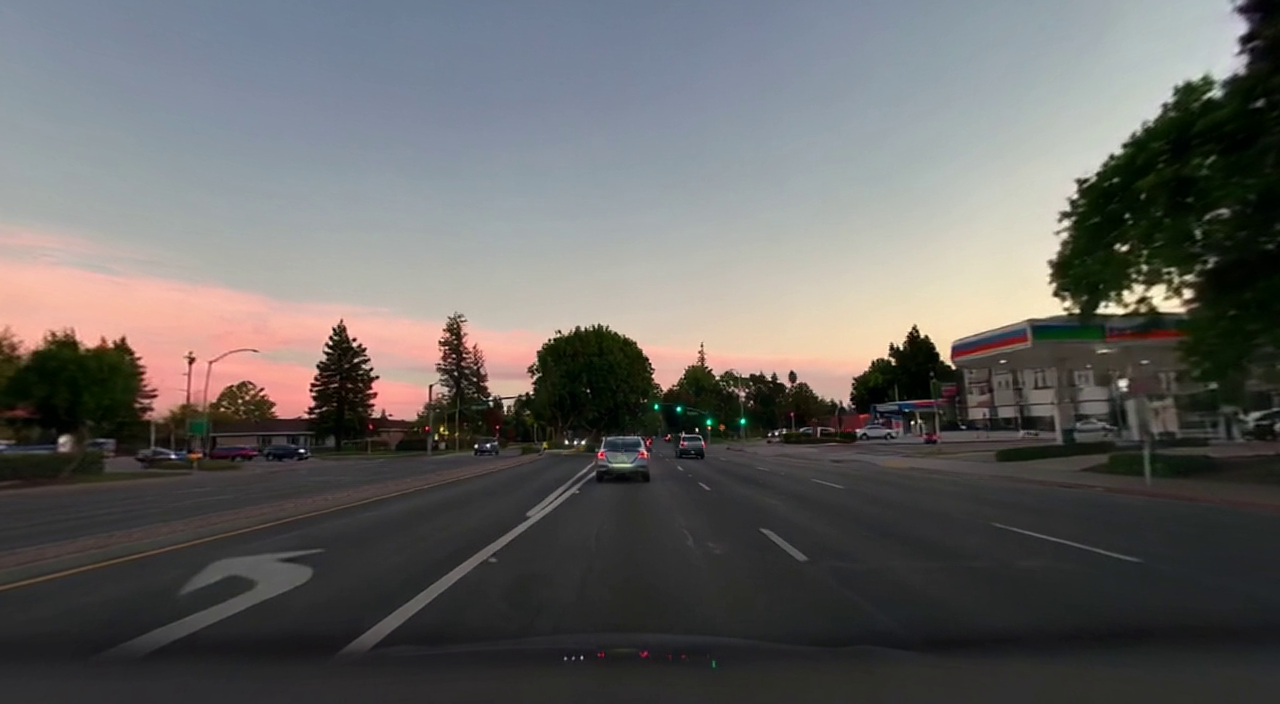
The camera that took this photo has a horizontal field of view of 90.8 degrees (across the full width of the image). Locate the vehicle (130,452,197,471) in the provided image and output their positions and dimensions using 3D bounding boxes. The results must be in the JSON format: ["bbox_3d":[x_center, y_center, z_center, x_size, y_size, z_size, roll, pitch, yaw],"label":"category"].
[{"bbox_3d":[-36.452,8.378,48.407,3.670,1.430,1.897,-1,-9,6],"label":"vehicle"}]

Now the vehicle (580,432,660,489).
[{"bbox_3d":[-0.509,3.046,18.021,2.040,1.451,3.736,0,-8,0],"label":"vehicle"}]
